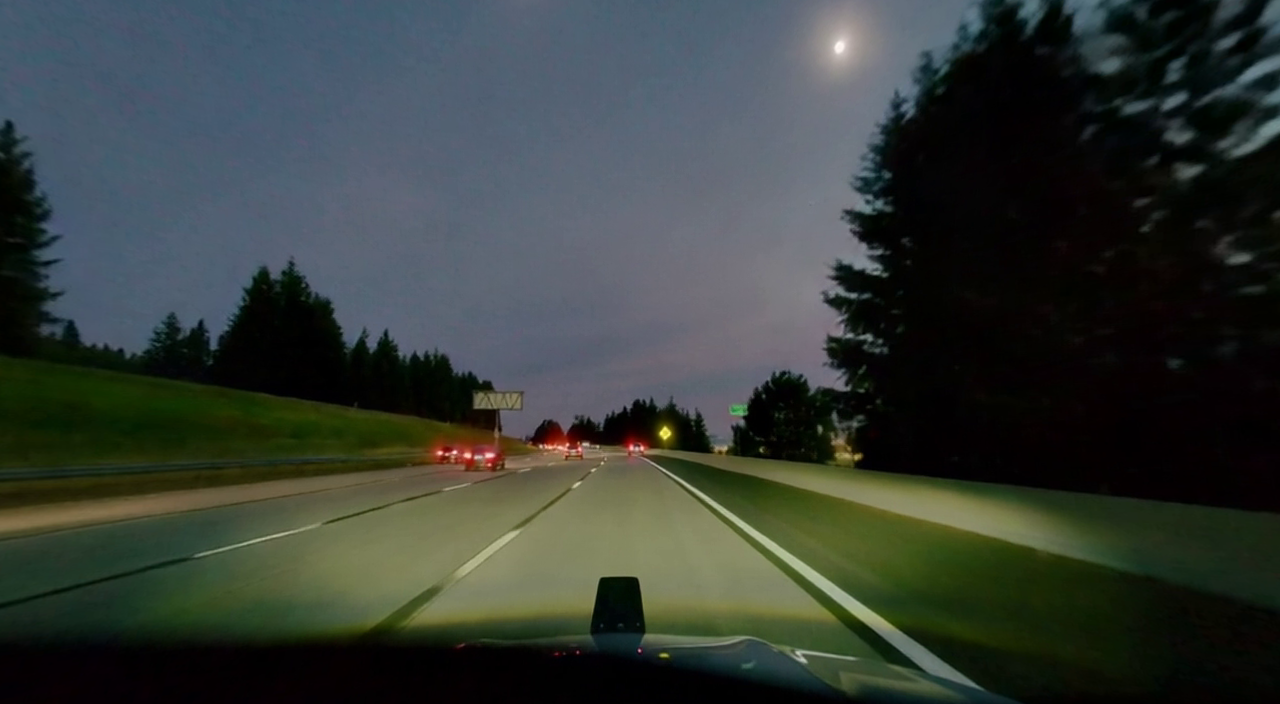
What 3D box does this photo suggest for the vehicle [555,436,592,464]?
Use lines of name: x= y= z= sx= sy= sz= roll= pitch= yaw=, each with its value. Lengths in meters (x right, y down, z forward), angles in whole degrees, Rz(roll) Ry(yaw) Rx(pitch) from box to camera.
vehicle: x=-4.429 y=6.629 z=42.611 sx=2.138 sy=1.833 sz=4.622 roll=0 pitch=-8 yaw=-2

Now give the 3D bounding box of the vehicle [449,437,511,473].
vehicle: x=-8.009 y=5.194 z=31.851 sx=2.015 sy=1.651 sz=4.432 roll=0 pitch=-8 yaw=-1

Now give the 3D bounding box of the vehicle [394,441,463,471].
vehicle: x=-11.555 y=5.691 z=34.725 sx=2.100 sy=1.537 sz=5.092 roll=0 pitch=-8 yaw=-1
